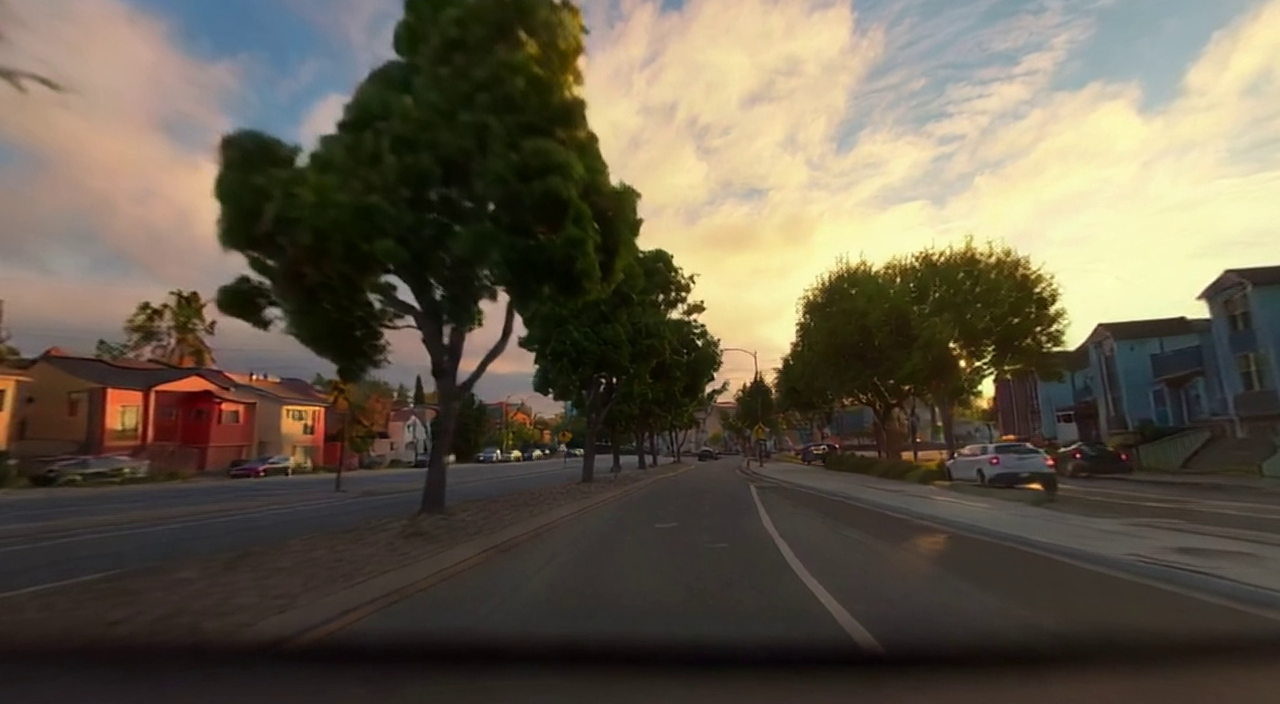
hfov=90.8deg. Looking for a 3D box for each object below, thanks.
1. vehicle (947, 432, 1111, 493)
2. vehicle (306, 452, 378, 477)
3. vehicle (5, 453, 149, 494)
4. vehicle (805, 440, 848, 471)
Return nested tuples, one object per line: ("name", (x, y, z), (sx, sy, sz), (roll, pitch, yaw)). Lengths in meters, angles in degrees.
("vehicle", (11.199, 3.358, 18.681), (1.988, 1.487, 4.479), (-2, -13, 1))
("vehicle", (-19.287, 7.277, 41.175), (1.880, 1.455, 4.599), (-2, -9, 10))
("vehicle", (-27.582, 5.918, 31.241), (2.013, 1.792, 4.950), (-2, -9, 12))
("vehicle", (13.433, 7.526, 45.719), (1.923, 1.741, 4.683), (-4, -14, 4))
